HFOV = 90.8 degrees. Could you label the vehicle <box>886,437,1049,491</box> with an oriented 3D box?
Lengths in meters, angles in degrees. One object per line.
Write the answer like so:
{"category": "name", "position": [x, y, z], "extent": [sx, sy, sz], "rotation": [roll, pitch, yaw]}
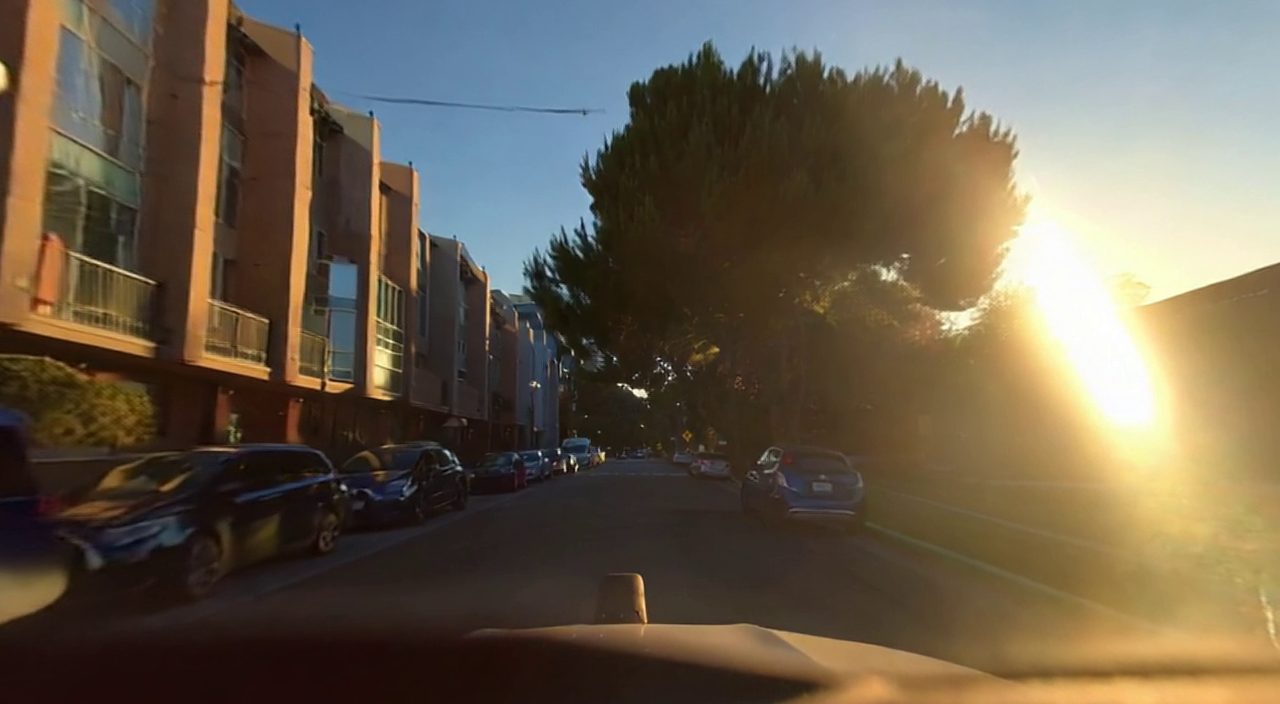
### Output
{"category": "vehicle", "position": [10.074, 3.467, 19.705], "extent": [4.001, 1.594, 1.914], "rotation": [0, -8, 1]}

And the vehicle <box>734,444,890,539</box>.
{"category": "vehicle", "position": [3.072, 2.553, 12.198], "extent": [1.903, 1.512, 3.900], "rotation": [0, -8, 0]}

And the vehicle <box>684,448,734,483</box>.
{"category": "vehicle", "position": [3.227, 5.383, 30.249], "extent": [1.835, 1.490, 4.134], "rotation": [0, -9, -2]}

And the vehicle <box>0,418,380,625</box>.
{"category": "vehicle", "position": [-5.352, 1.905, 8.071], "extent": [1.934, 1.810, 4.687], "rotation": [-1, -9, 2]}

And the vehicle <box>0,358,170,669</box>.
{"category": "vehicle", "position": [-5.377, 0.904, 2.823], "extent": [2.196, 2.059, 5.748], "rotation": [-2, -8, -1]}

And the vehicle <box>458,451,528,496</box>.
{"category": "vehicle", "position": [-5.314, 4.428, 23.299], "extent": [1.722, 1.491, 3.431], "rotation": [0, -8, 0]}
